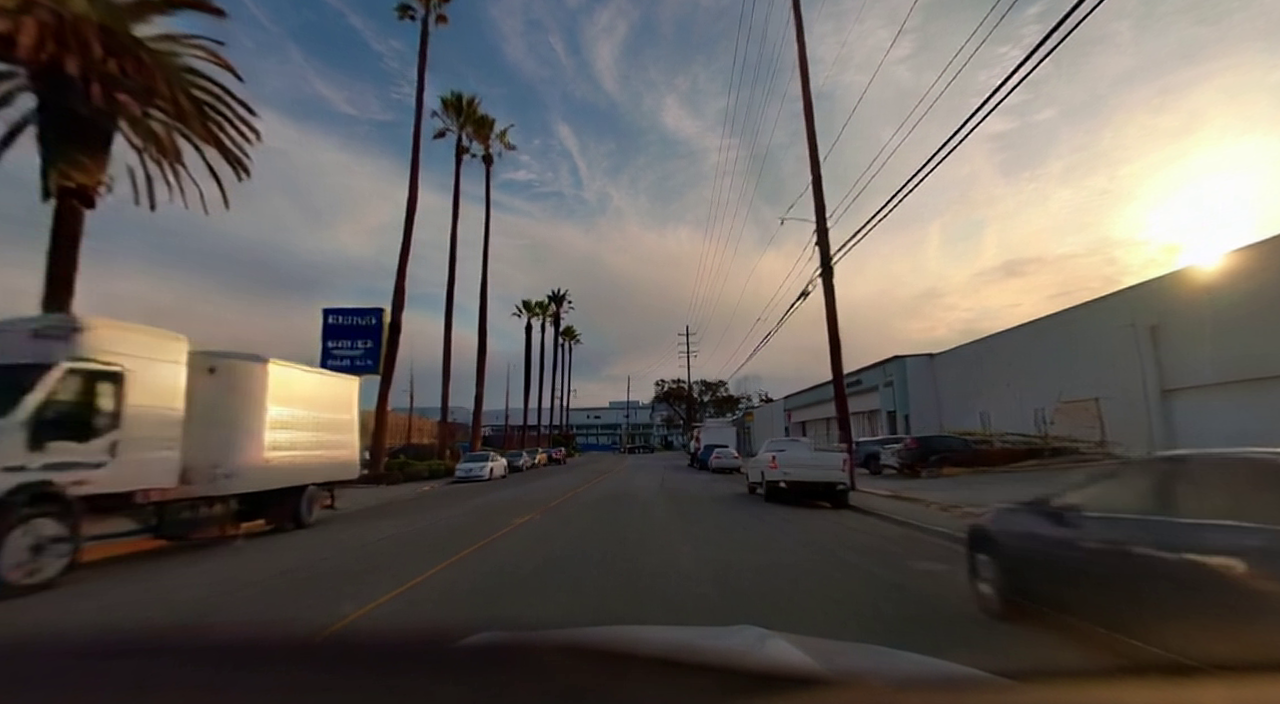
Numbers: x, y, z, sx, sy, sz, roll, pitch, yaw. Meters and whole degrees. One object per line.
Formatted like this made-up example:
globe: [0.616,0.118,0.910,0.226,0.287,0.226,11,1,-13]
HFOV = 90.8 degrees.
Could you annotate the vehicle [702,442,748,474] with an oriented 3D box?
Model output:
vehicle: [4.976,6.292,37.658,2.141,1.739,5.130,0,-9,1]

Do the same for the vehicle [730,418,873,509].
vehicle: [3.972,2.933,16.991,2.400,1.985,6.155,0,-9,2]

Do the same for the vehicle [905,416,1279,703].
vehicle: [3.531,1.158,3.465,2.143,1.483,4.601,0,-9,0]

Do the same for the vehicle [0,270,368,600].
vehicle: [-7.849,1.431,10.362,2.941,3.418,7.738,-1,-9,3]

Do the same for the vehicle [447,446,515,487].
vehicle: [-7.394,5.324,29.771,1.936,1.632,4.145,-3,-8,3]

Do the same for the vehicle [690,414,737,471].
vehicle: [5.164,6.639,46.018,2.933,3.697,10.065,-1,-9,4]
